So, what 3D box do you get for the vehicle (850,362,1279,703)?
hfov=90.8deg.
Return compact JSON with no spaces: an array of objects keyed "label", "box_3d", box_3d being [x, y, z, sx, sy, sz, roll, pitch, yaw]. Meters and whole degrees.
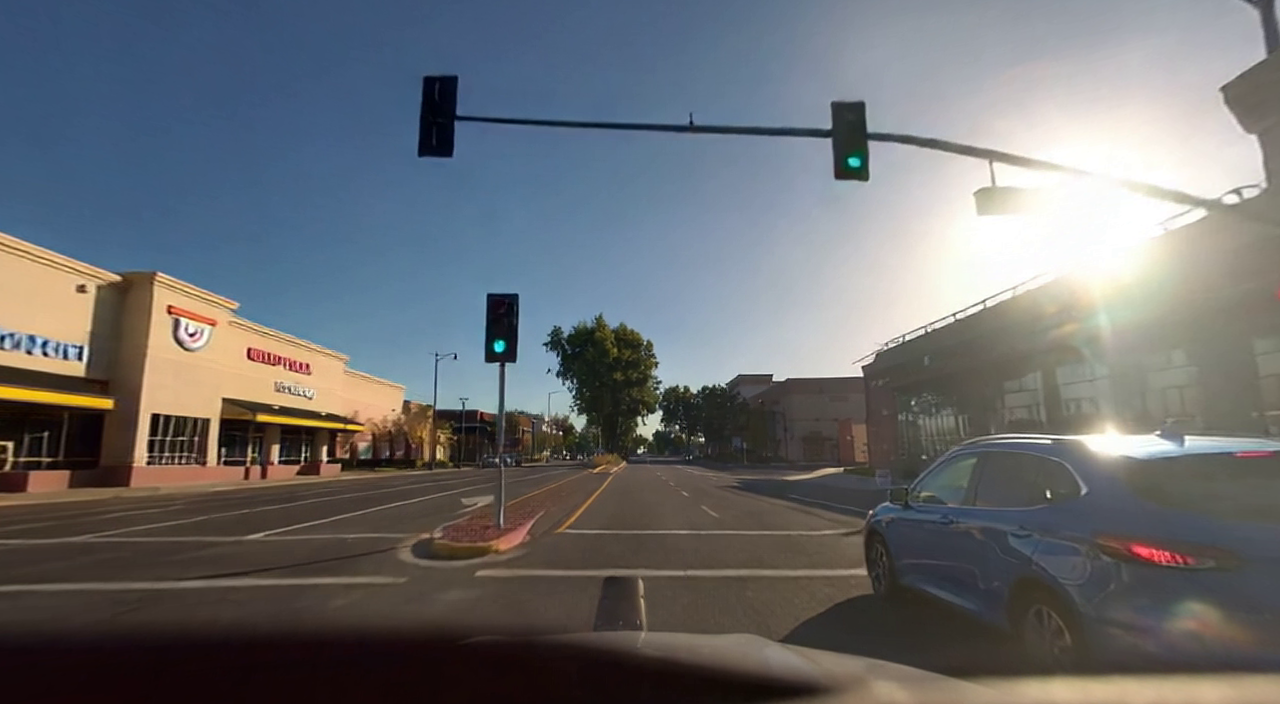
[{"label":"vehicle","box_3d":[3.218,1.123,3.932,2.015,1.641,4.995,0,-9,-1]}]
